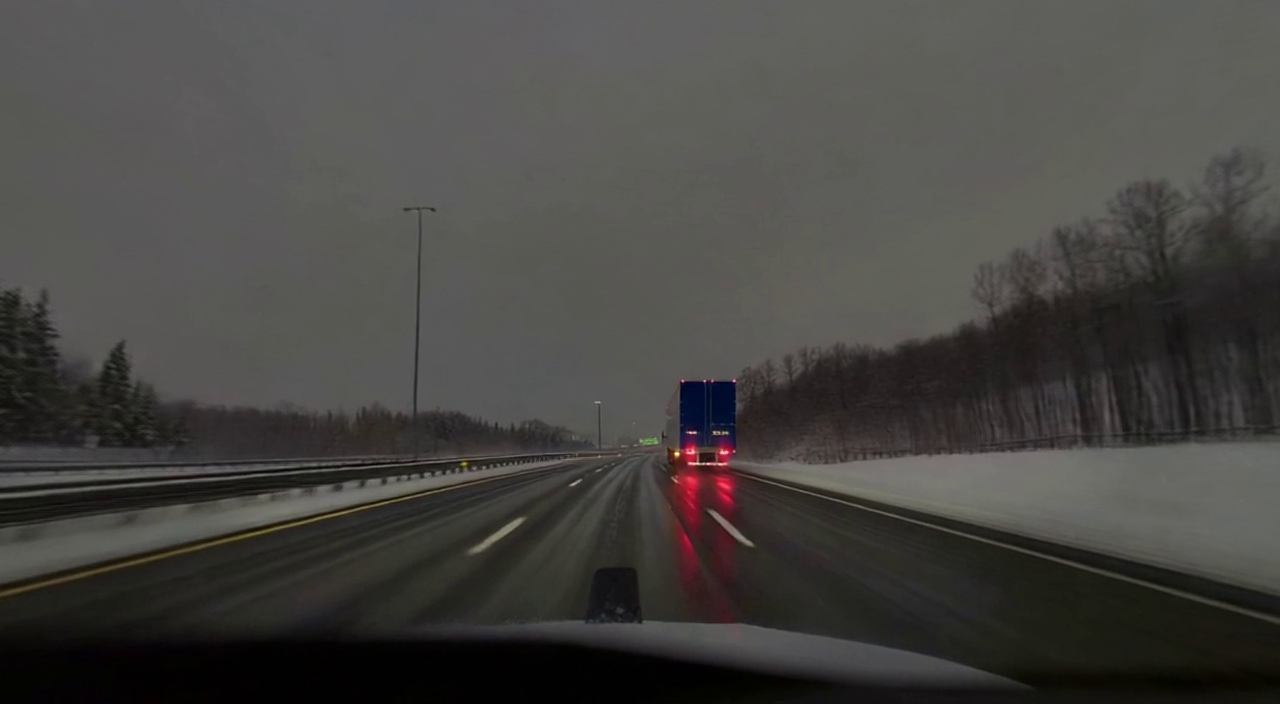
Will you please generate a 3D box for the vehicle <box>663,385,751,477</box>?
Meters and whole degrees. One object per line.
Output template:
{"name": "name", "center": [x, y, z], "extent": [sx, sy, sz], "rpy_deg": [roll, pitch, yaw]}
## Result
{"name": "vehicle", "center": [3.218, 4.594, 35.081], "extent": [3.244, 4.020, 14.561], "rpy_deg": [0, -9, 0]}
